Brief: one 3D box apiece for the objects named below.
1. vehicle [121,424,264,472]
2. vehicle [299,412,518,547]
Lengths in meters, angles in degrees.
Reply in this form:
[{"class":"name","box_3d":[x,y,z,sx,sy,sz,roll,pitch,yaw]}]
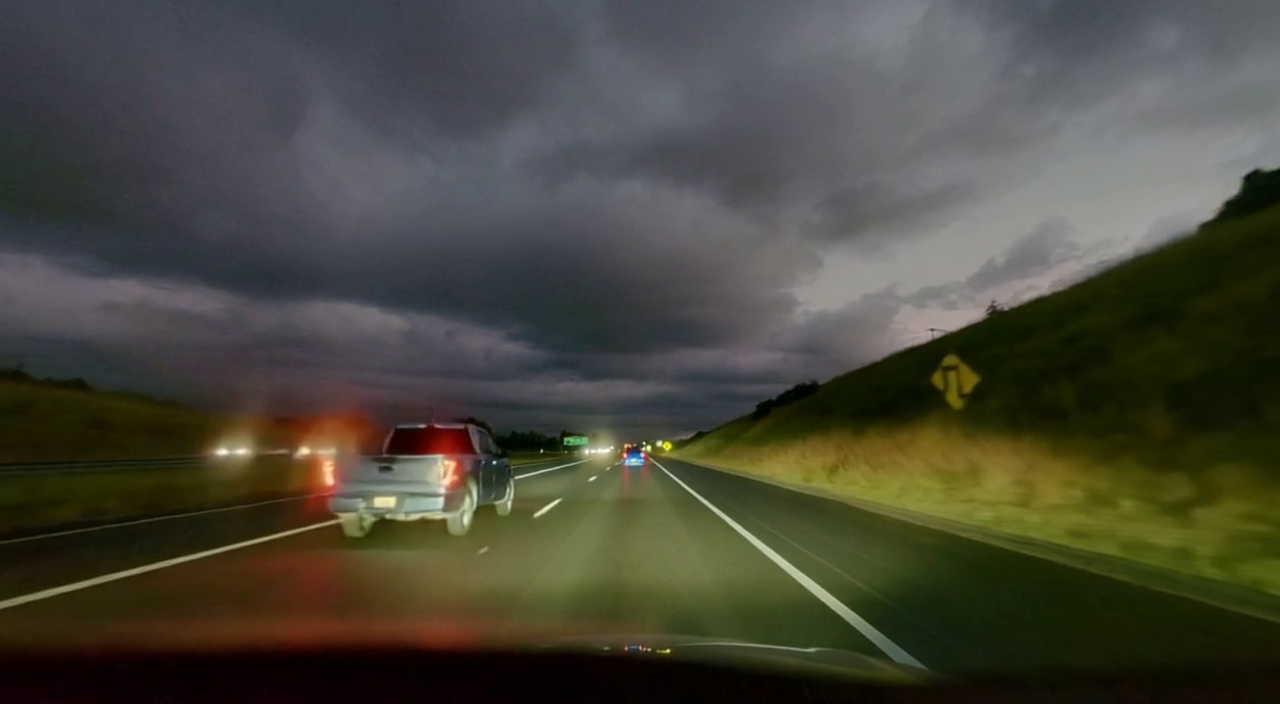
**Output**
[{"class":"vehicle","box_3d":[-15.636,3.415,22.418,1.756,1.488,4.446,0,-9,1]},{"class":"vehicle","box_3d":[-3.633,2.122,11.113,1.942,1.828,4.868,0,-9,1]}]
